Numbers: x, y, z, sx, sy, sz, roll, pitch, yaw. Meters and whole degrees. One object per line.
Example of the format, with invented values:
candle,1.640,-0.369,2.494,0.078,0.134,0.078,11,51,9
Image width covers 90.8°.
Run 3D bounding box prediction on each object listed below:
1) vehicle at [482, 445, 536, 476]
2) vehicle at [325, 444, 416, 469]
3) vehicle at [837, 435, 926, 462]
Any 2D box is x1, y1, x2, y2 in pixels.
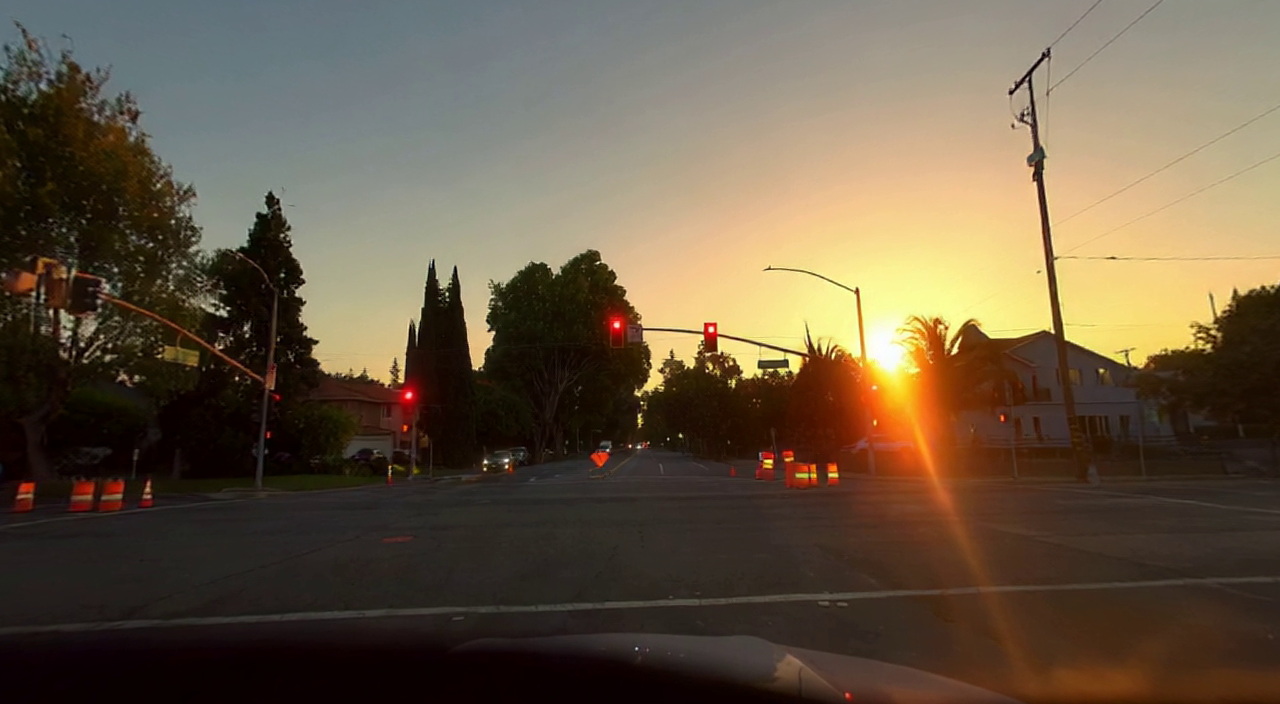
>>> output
vehicle,-6.610,5.526,32.386,1.881,1.452,4.121,0,-8,0
vehicle,-16.393,6.370,38.591,4.713,1.409,1.918,0,-8,-2
vehicle,15.375,6.174,40.325,4.892,1.656,1.856,0,-8,0
